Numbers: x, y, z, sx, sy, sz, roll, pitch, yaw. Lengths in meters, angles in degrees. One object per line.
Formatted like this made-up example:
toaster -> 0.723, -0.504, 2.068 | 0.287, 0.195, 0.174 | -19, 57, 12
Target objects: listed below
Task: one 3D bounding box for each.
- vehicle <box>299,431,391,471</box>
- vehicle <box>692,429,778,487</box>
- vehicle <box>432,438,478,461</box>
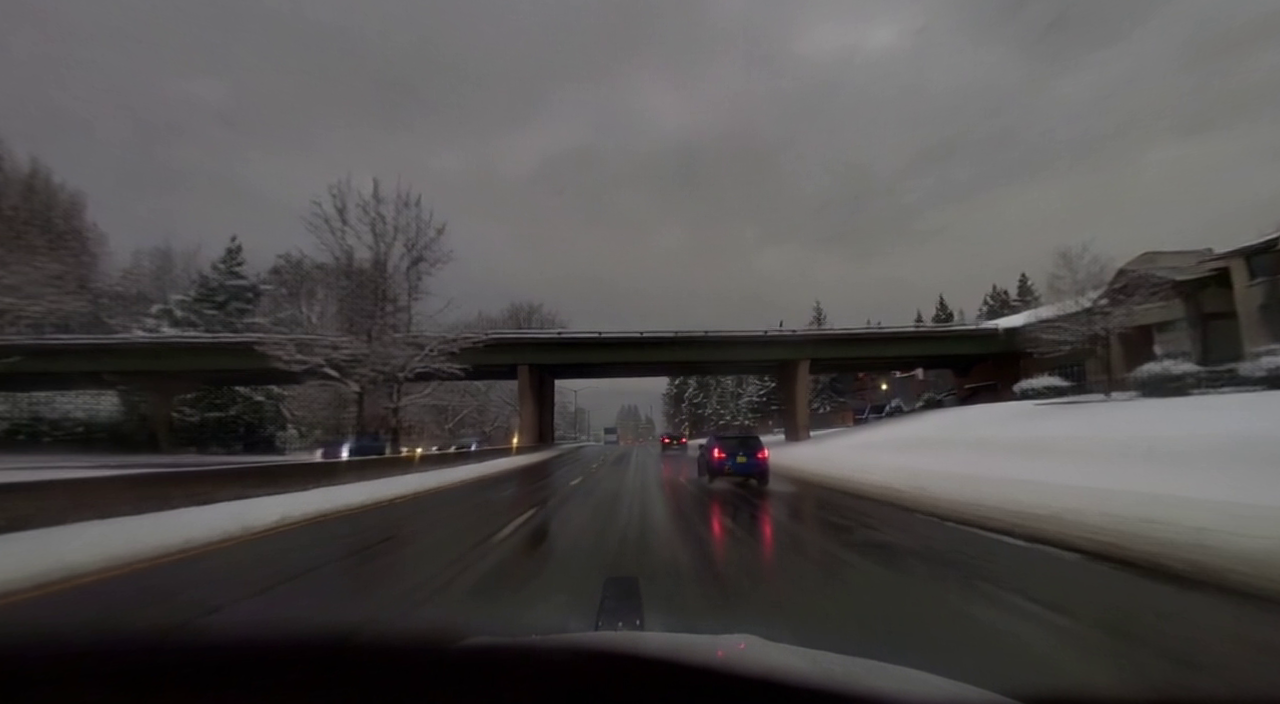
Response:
vehicle -> -16.035, 5.419, 34.657 | 2.243, 1.952, 5.838 | 0, -9, 0
vehicle -> 3.015, 3.508, 21.075 | 2.110, 1.712, 4.489 | 0, -8, -1
vehicle -> -12.645, 6.713, 43.335 | 1.844, 1.514, 4.386 | 0, -8, 0
